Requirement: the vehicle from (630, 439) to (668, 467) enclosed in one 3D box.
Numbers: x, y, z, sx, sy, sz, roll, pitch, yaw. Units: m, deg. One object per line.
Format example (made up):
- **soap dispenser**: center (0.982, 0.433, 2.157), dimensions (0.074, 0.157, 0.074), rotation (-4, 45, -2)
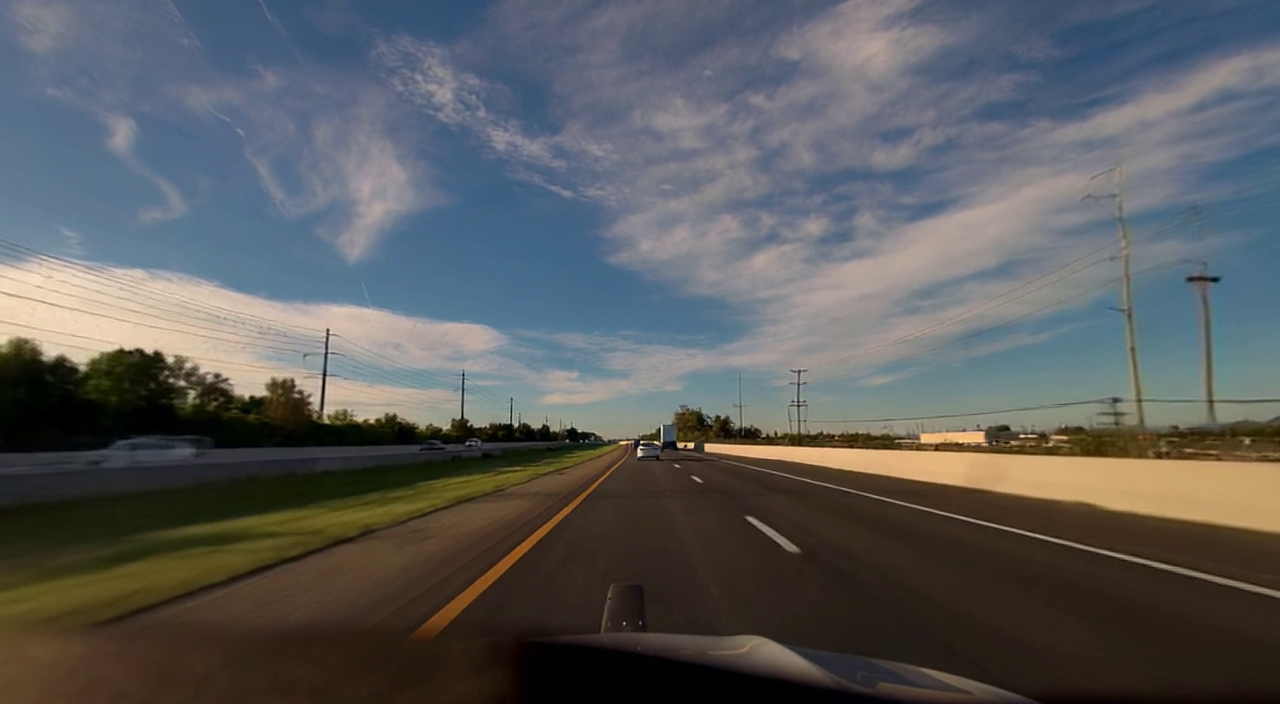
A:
- **vehicle**: center (0.508, 6.056, 37.867), dimensions (2.192, 1.556, 4.132), rotation (-1, -8, 0)
